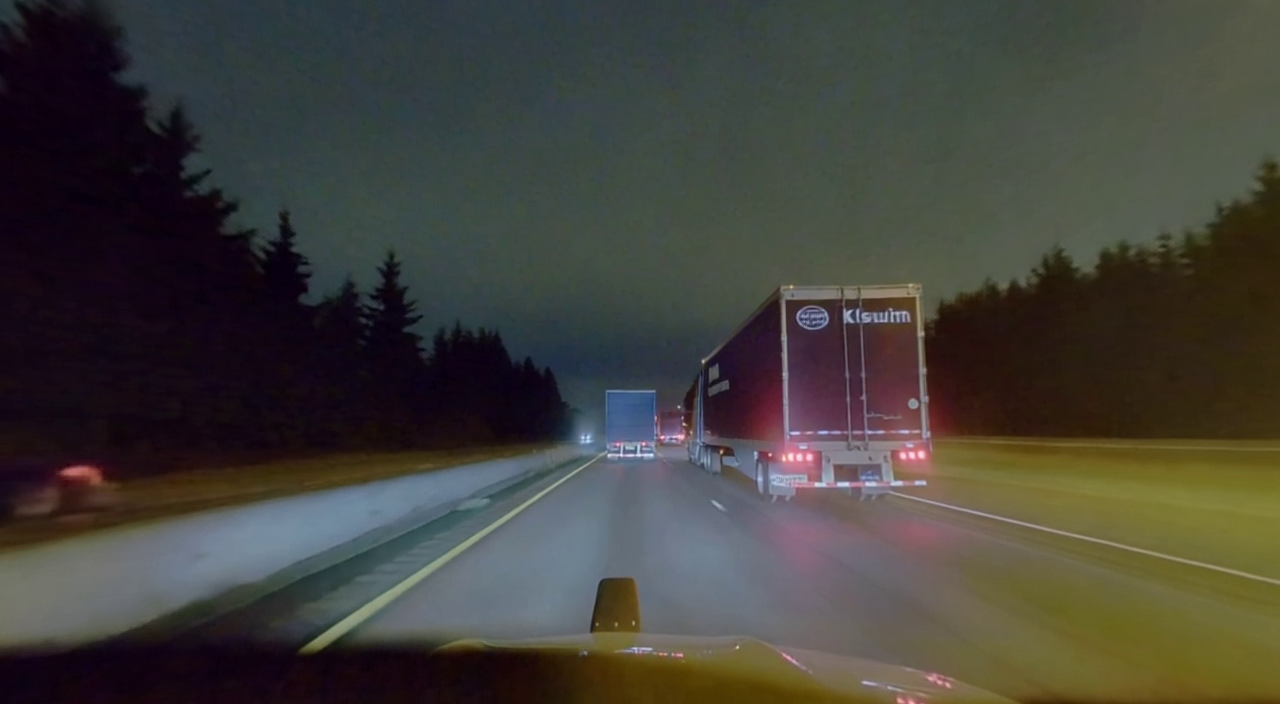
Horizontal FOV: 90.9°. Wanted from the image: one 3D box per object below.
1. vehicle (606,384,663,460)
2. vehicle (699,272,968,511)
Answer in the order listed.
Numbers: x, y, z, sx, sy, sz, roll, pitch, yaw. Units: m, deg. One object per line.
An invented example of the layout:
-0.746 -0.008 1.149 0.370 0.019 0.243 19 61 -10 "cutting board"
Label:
-0.347 4.322 37.728 2.958 3.917 10.196 0 -8 -1 "vehicle"
3.988 1.613 18.125 2.856 4.145 14.500 0 -8 -1 "vehicle"
